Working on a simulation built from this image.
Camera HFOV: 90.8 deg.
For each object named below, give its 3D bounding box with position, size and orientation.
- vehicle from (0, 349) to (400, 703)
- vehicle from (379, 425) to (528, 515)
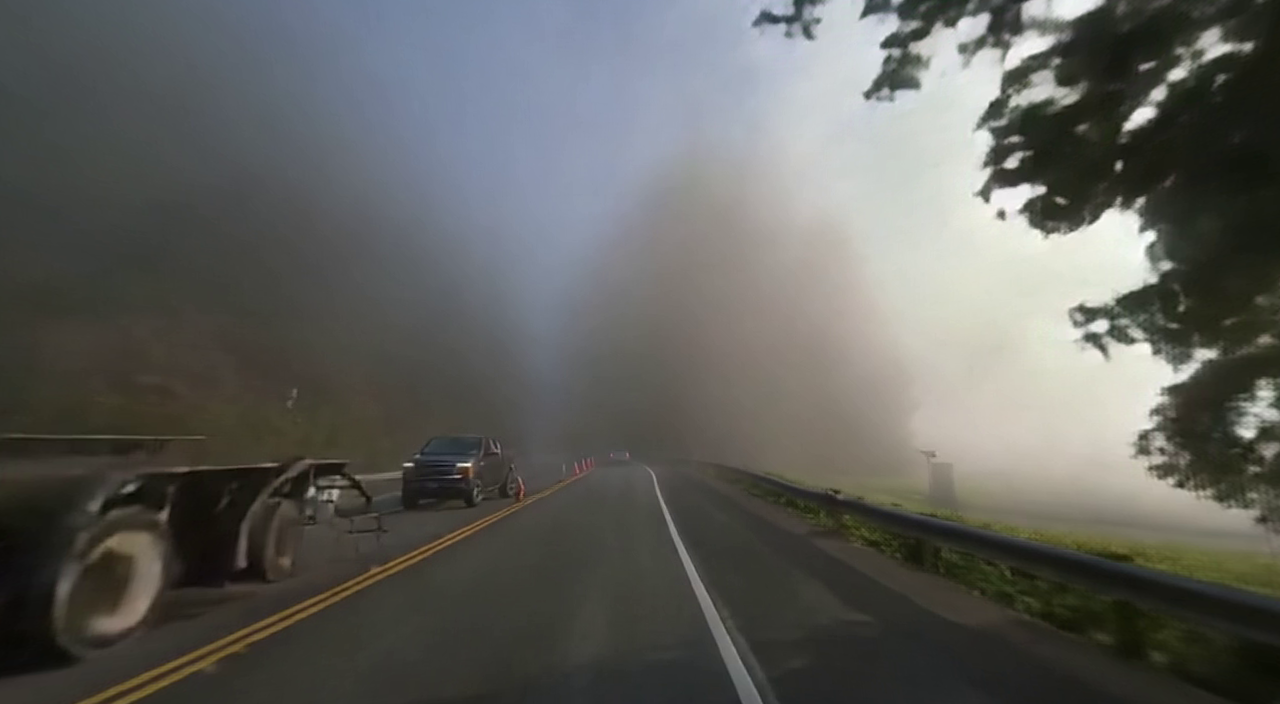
[{"bbox_3d":[-4.554,1.269,5.283,2.519,1.936,6.288,0,-9,1],"label":"vehicle"},{"bbox_3d":[-4.587,2.992,16.643,2.128,1.944,5.555,0,-9,1],"label":"vehicle"}]
